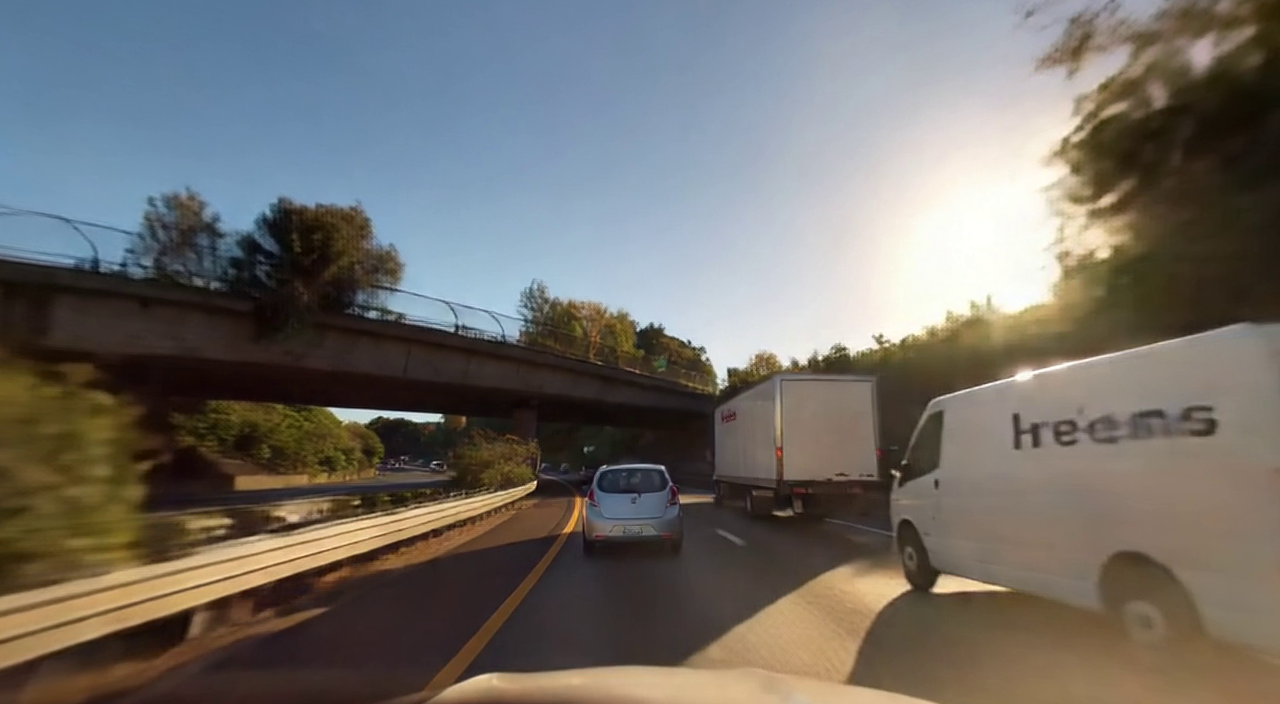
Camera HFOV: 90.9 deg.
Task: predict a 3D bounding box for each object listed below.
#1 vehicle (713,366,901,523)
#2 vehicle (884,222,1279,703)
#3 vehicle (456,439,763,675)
[{"bbox_3d":[4.881,3.361,21.713,2.936,3.972,11.144,1,-11,-3],"label":"vehicle"},{"bbox_3d":[4.176,1.068,4.979,2.328,2.537,5.290,1,-11,0],"label":"vehicle"},{"bbox_3d":[-0.245,1.661,5.879,1.980,1.493,3.410,1,-11,-2],"label":"vehicle"}]
